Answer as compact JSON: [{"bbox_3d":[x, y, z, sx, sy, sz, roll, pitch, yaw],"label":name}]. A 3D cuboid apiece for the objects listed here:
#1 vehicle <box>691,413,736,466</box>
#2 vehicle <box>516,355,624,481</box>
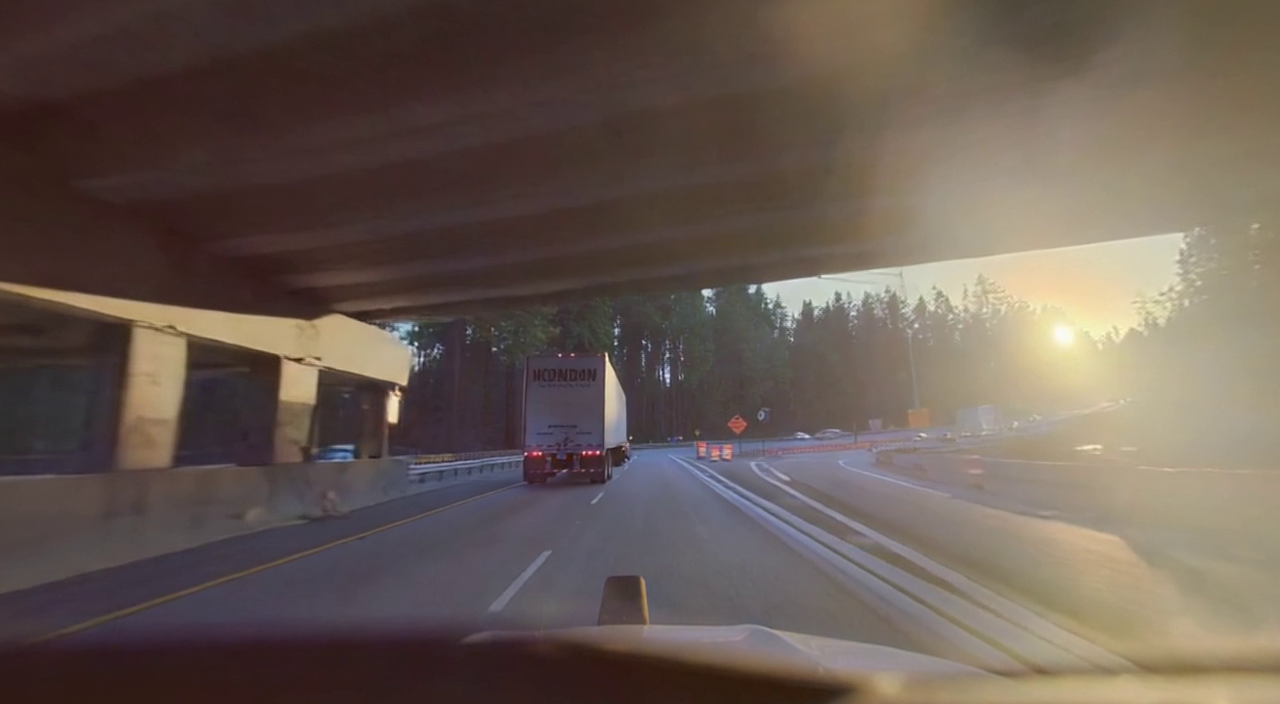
[{"bbox_3d":[5.135,6.163,44.601,2.928,3.571,3.032,0,-8,3],"label":"vehicle"},{"bbox_3d":[-2.486,3.406,28.634,2.873,4.060,16.327,-1,-9,1],"label":"vehicle"}]
